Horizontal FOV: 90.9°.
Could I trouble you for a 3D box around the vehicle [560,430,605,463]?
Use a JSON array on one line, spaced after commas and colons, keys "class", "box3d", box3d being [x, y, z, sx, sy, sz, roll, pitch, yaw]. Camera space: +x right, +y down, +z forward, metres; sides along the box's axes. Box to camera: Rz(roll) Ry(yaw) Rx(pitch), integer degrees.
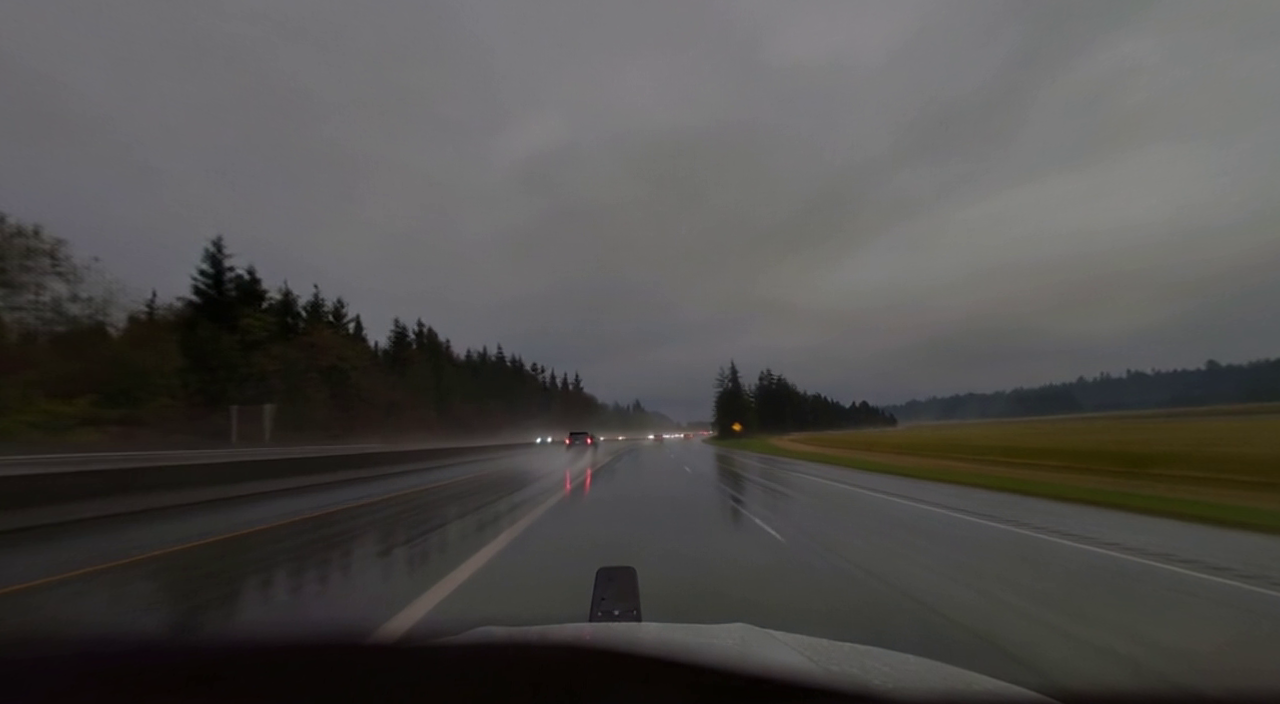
[{"class": "vehicle", "box3d": [-3.088, 5.163, 34.660, 2.084, 1.654, 4.080, 0, -8, 0]}]
